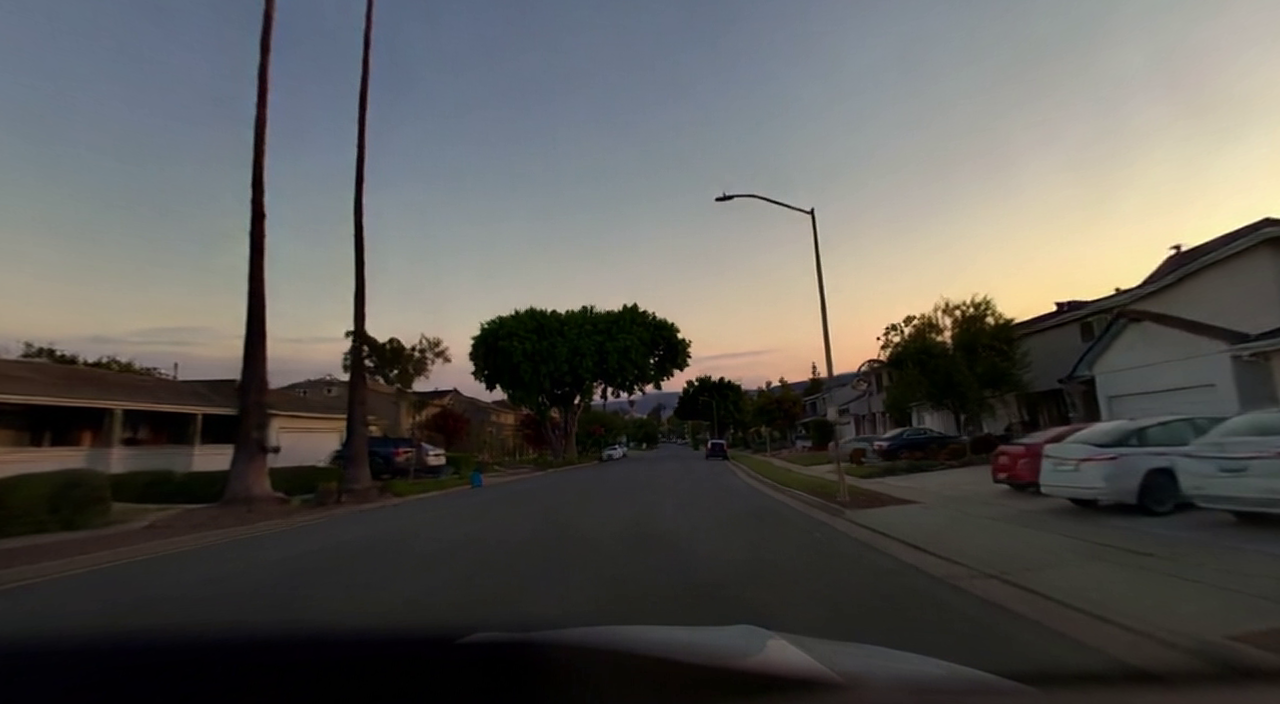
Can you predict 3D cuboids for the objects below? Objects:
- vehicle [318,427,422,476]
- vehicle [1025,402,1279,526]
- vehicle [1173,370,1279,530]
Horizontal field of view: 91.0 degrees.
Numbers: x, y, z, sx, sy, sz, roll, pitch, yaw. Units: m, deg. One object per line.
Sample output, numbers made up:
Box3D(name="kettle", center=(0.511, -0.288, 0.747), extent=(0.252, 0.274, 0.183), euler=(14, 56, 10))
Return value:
Box3D(name="vehicle", center=(-12.689, 4.741, 29.786), extent=(3.918, 1.719, 1.988), euler=(-3, -21, 0))
Box3D(name="vehicle", center=(9.418, 1.821, 10.556), extent=(4.606, 1.818, 2.054), euler=(1, -8, -5))
Box3D(name="vehicle", center=(10.184, 1.241, 8.026), extent=(5.050, 1.896, 2.041), euler=(1, -8, -5))
